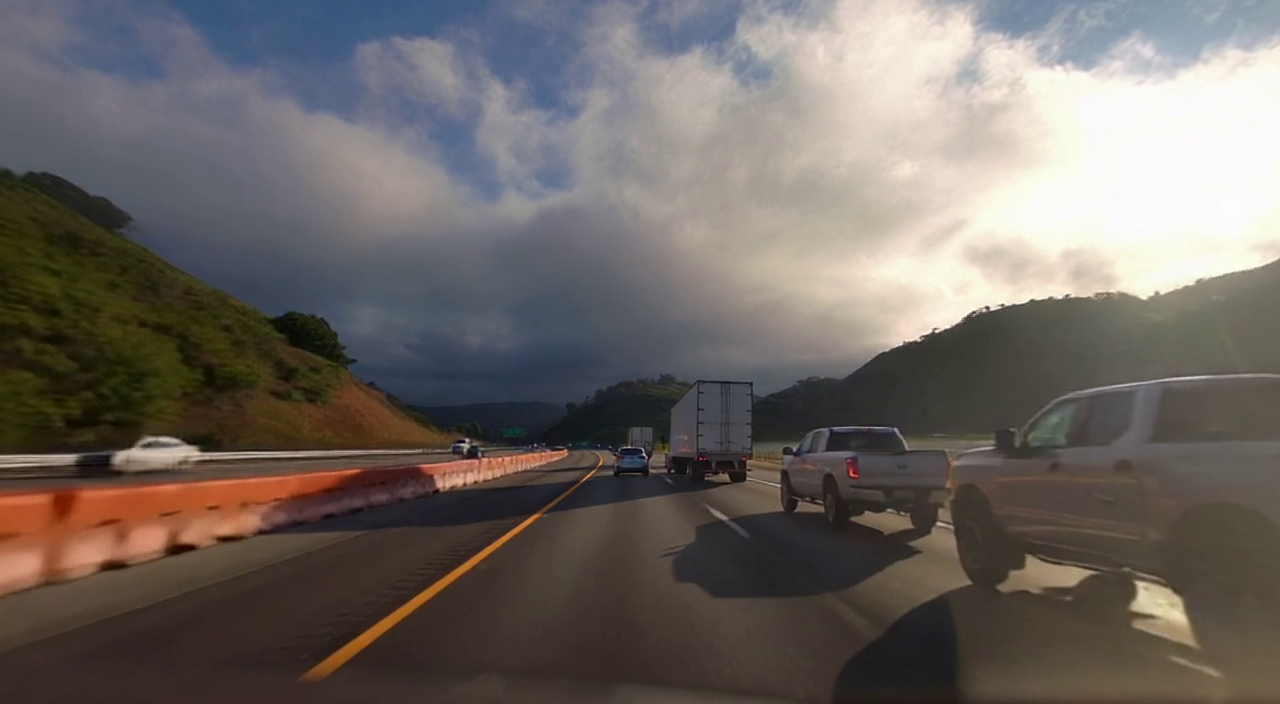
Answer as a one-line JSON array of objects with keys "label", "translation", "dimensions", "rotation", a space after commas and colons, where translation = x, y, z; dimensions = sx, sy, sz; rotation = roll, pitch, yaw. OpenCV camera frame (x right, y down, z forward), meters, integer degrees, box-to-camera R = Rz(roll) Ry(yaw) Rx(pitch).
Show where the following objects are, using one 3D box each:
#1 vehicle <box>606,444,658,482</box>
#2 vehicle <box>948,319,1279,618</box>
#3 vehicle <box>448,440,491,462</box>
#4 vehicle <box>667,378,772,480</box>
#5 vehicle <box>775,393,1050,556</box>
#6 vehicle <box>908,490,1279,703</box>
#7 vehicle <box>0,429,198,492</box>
[{"label": "vehicle", "translation": [-0.382, 4.636, 26.541], "dimensions": [2.029, 1.437, 3.794], "rotation": [0, -9, -2]}, {"label": "vehicle", "translation": [4.094, 0.744, 4.191], "dimensions": [1.873, 1.465, 4.264], "rotation": [0, -9, -1]}, {"label": "vehicle", "translation": [-12.396, 7.217, 45.993], "dimensions": [2.149, 1.455, 3.690], "rotation": [0, -9, -1]}, {"label": "vehicle", "translation": [3.504, 4.207, 32.672], "dimensions": [2.911, 4.099, 14.578], "rotation": [0, -9, -2]}, {"label": "vehicle", "translation": [3.884, 1.895, 10.365], "dimensions": [2.034, 1.968, 5.221], "rotation": [0, -9, -2]}, {"label": "vehicle", "translation": [4.072, 1.599, 4.301], "dimensions": [2.129, 0.956, 5.390], "rotation": [0, -9, 0]}, {"label": "vehicle", "translation": [-14.988, 3.033, 17.822], "dimensions": [1.984, 1.558, 4.164], "rotation": [0, -9, -1]}]
